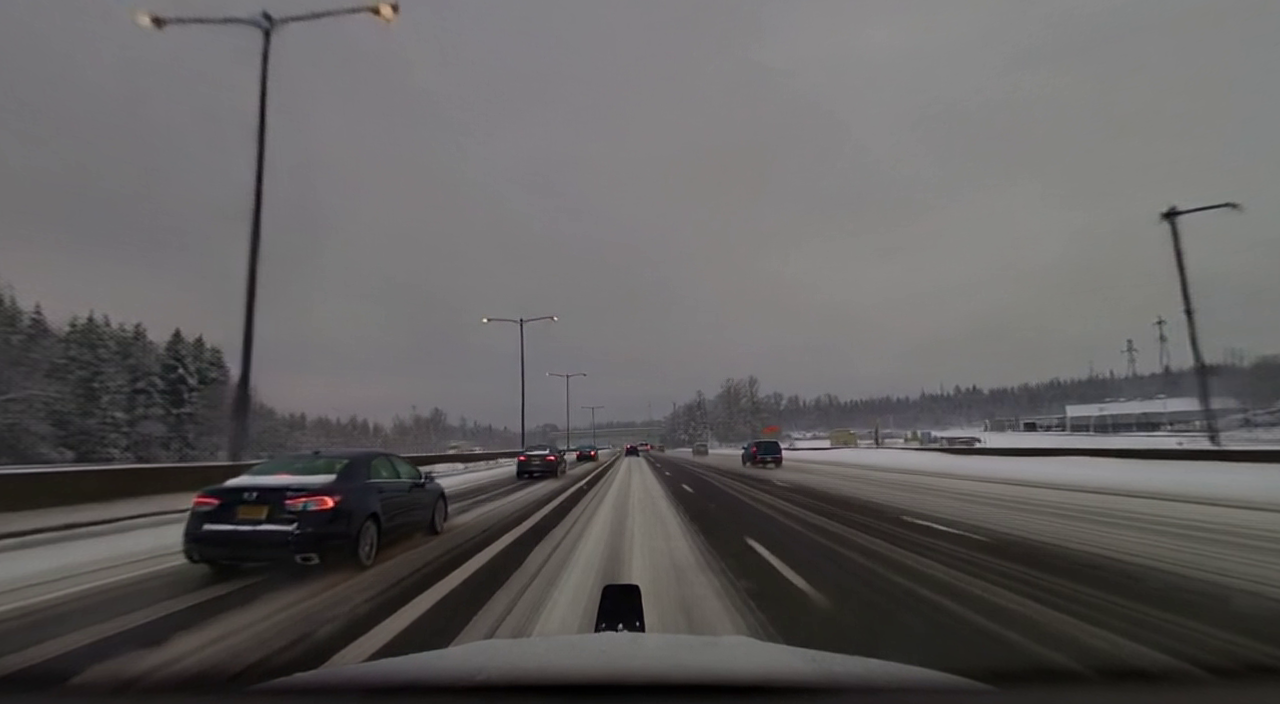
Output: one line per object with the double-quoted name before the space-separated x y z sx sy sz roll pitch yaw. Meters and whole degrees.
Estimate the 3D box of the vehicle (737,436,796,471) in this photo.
"vehicle" 6.835 5.539 34.741 2.147 1.769 4.666 0 -9 -1

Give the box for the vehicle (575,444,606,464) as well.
"vehicle" -3.836 7.938 49.288 2.078 1.464 4.093 0 -9 0

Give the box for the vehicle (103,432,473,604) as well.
"vehicle" -3.568 1.738 7.566 1.959 1.433 4.291 0 -9 0

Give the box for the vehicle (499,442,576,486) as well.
"vehicle" -3.672 4.107 23.497 2.047 1.469 4.614 0 -9 1
